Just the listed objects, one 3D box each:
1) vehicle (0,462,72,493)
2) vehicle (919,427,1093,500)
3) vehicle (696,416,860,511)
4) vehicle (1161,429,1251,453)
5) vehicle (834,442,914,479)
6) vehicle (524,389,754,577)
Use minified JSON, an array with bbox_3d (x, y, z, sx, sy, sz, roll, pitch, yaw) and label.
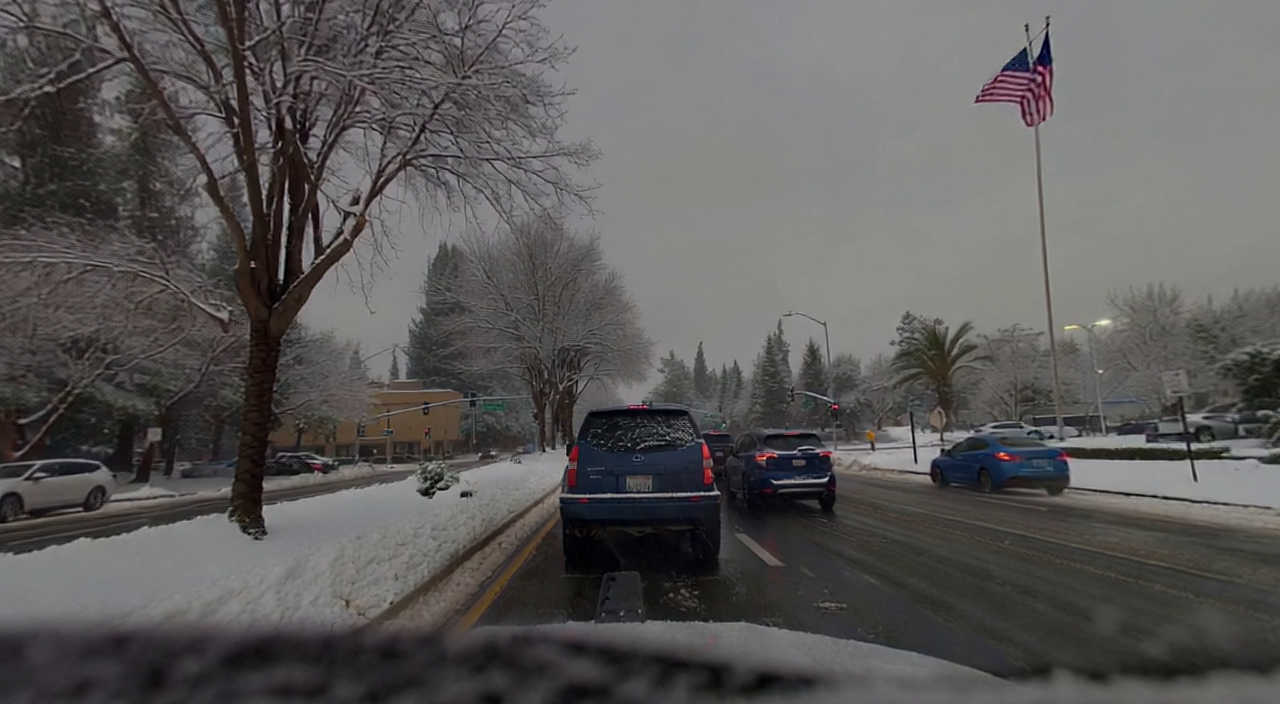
[{"bbox_3d":[-45.644,9.091,45.752,6.410,2.078,2.584,0,-9,0],"label":"vehicle"},{"bbox_3d":[10.076,3.111,17.952,2.155,1.779,4.582,0,-9,0],"label":"vehicle"},{"bbox_3d":[3.245,2.858,16.754,2.773,2.021,6.212,0,-9,-2],"label":"vehicle"},{"bbox_3d":[36.421,5.763,40.835,1.839,1.455,4.395,0,-9,2],"label":"vehicle"},{"bbox_3d":[10.162,4.736,27.794,1.855,1.495,4.143,0,-9,-1],"label":"vehicle"},{"bbox_3d":[-0.117,1.704,8.965,2.402,1.938,4.535,0,-9,-3],"label":"vehicle"}]
